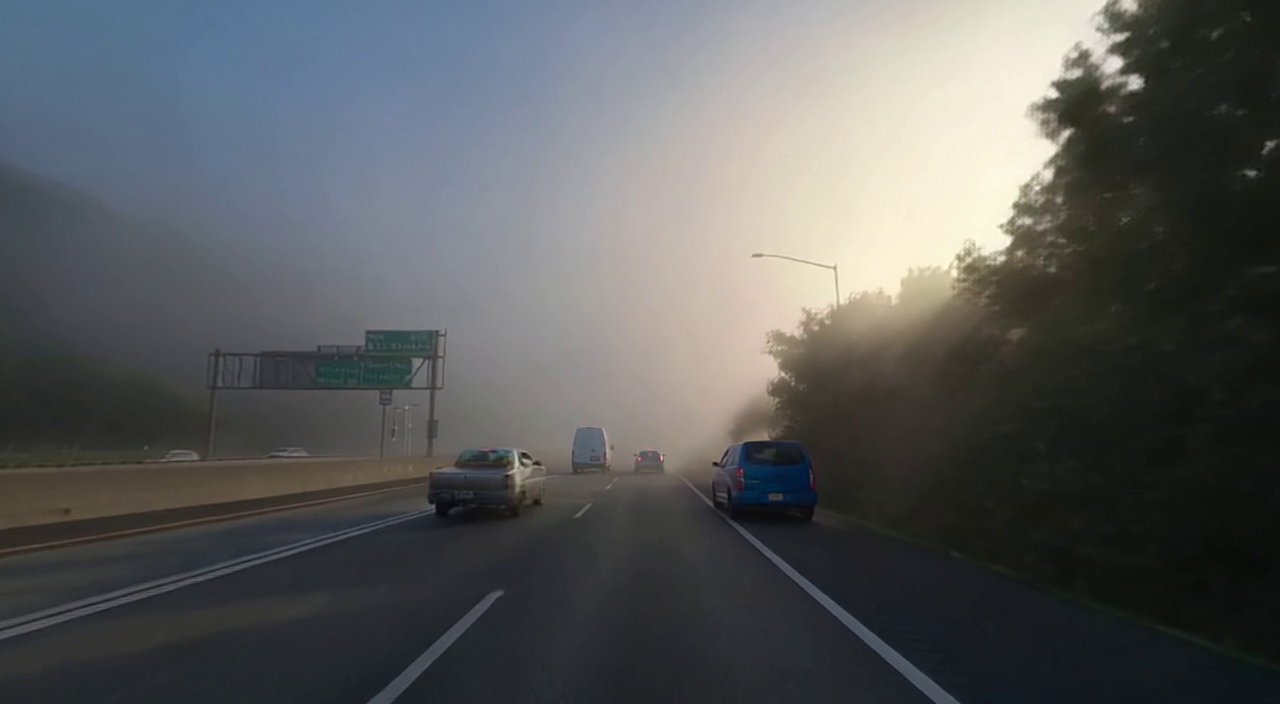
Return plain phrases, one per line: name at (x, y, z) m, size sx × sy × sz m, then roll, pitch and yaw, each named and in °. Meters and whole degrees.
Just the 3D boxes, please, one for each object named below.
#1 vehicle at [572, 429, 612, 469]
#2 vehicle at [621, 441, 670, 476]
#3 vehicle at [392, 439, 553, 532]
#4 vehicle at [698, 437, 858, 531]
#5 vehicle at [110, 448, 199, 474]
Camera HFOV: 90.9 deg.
vehicle at (-3.309, 6.862, 44.733) m, size 2.396 × 2.664 × 5.735 m, roll 0°, pitch -9°, yaw 0°
vehicle at (0.201, 5.527, 32.966) m, size 2.270 × 1.660 × 4.101 m, roll 0°, pitch -8°, yaw -4°
vehicle at (-3.072, 2.533, 12.622) m, size 1.990 × 1.501 × 4.250 m, roll 0°, pitch -8°, yaw 1°
vehicle at (2.455, 2.478, 12.518) m, size 2.050 × 1.491 × 4.362 m, roll 0°, pitch -8°, yaw -2°
vehicle at (-34.271, 7.676, 44.752) m, size 1.974 × 1.677 × 5.416 m, roll 0°, pitch -9°, yaw 0°
